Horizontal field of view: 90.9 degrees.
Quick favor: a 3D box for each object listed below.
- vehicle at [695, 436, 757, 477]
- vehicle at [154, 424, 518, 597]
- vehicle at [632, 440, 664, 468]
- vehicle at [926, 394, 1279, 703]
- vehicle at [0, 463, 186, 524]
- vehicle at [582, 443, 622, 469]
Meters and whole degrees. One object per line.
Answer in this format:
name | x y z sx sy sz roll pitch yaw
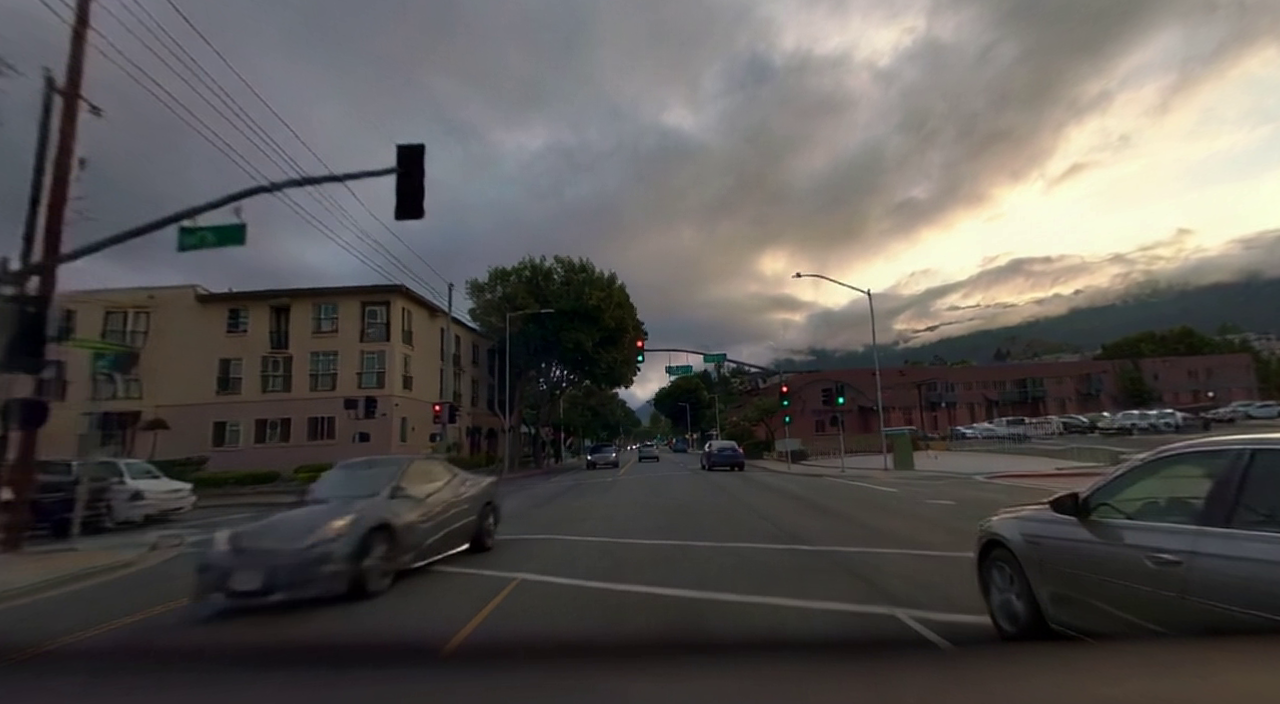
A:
vehicle | 3.653 4.537 27.512 2.035 1.564 4.719 -1 -9 0
vehicle | -3.551 1.991 8.968 2.519 1.689 5.200 -1 -9 1
vehicle | 0.538 7.036 43.744 2.118 1.813 4.326 -1 -9 0
vehicle | 3.243 0.911 2.378 2.072 1.471 4.834 -1 -9 0
vehicle | -16.097 4.020 18.188 4.540 1.546 2.157 -2 -9 8
vehicle | -2.856 7.974 48.505 2.666 1.885 5.029 -1 -9 1
